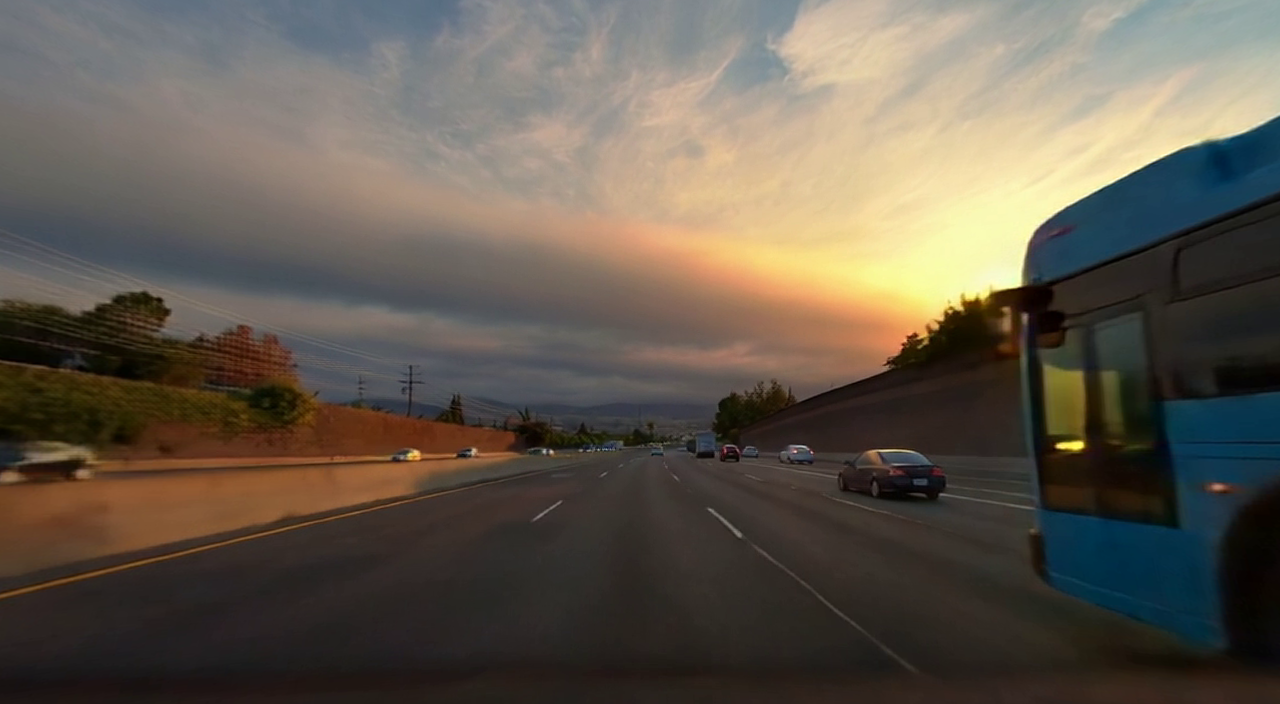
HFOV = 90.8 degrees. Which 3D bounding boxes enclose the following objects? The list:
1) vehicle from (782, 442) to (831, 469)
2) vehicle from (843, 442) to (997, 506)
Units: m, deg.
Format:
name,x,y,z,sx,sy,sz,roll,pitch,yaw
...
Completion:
name,x,y,z,sx,sy,sz,roll,pitch,yaw
vehicle,11.418,7.150,43.658,2.151,1.734,4.519,0,-9,0
vehicle,7.362,3.235,17.252,2.047,1.479,4.593,0,-9,-1
